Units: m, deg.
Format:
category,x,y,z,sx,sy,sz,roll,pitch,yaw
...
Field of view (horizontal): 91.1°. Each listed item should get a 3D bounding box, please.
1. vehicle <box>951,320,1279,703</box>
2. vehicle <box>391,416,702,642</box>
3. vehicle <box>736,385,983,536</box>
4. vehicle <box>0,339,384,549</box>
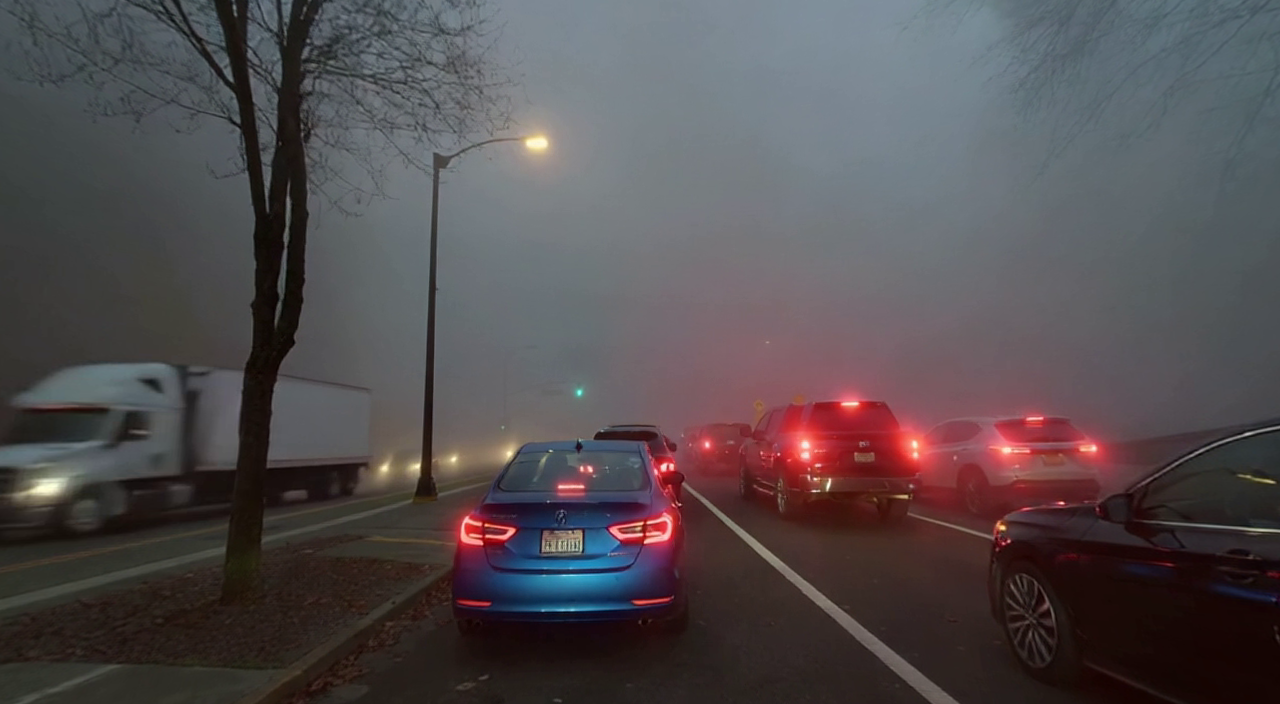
category,x,y,z,sx,sy,sz,roll,pitch,yaw
vehicle,3.154,0.750,2.082,1.982,1.709,4.427,0,-9,1
vehicle,-0.586,1.500,6.334,2.111,1.506,4.018,0,-9,1
vehicle,3.503,1.944,11.707,2.444,2.098,5.766,0,-8,-1
vehicle,-8.992,2.030,14.023,2.931,3.265,8.387,0,-9,0
